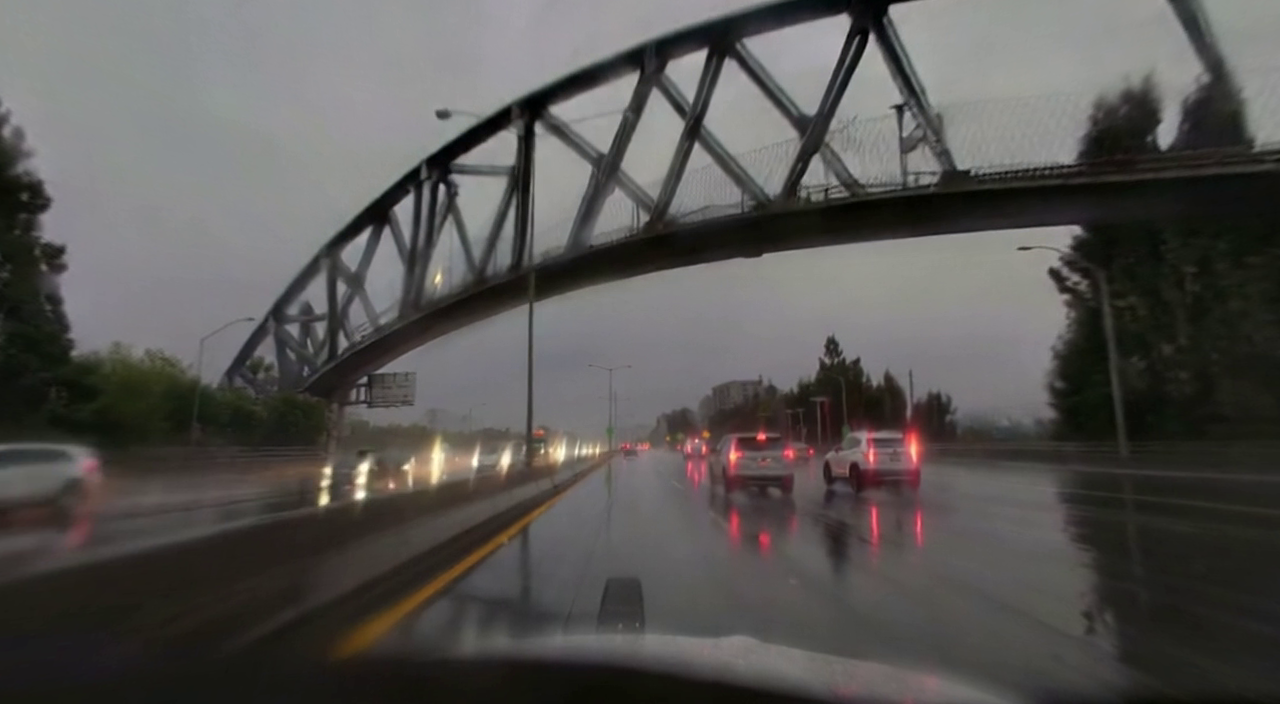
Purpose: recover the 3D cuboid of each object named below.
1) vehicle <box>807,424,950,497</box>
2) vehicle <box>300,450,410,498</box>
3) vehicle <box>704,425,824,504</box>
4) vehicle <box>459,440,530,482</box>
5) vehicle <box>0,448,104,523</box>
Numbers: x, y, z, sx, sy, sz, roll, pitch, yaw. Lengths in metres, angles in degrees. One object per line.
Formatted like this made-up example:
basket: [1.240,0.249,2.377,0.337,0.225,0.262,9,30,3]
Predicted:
vehicle: [6.581,3.065,18.200,2.040,1.801,4.959,0,-9,-2]
vehicle: [-9.716,4.164,21.978,1.828,1.437,4.329,0,-9,0]
vehicle: [2.934,2.779,15.988,2.059,1.711,4.302,0,-9,-1]
vehicle: [-6.110,4.598,26.993,2.019,1.633,4.367,0,-9,-1]
vehicle: [-16.833,3.372,16.095,2.130,1.820,4.796,0,-9,-1]
